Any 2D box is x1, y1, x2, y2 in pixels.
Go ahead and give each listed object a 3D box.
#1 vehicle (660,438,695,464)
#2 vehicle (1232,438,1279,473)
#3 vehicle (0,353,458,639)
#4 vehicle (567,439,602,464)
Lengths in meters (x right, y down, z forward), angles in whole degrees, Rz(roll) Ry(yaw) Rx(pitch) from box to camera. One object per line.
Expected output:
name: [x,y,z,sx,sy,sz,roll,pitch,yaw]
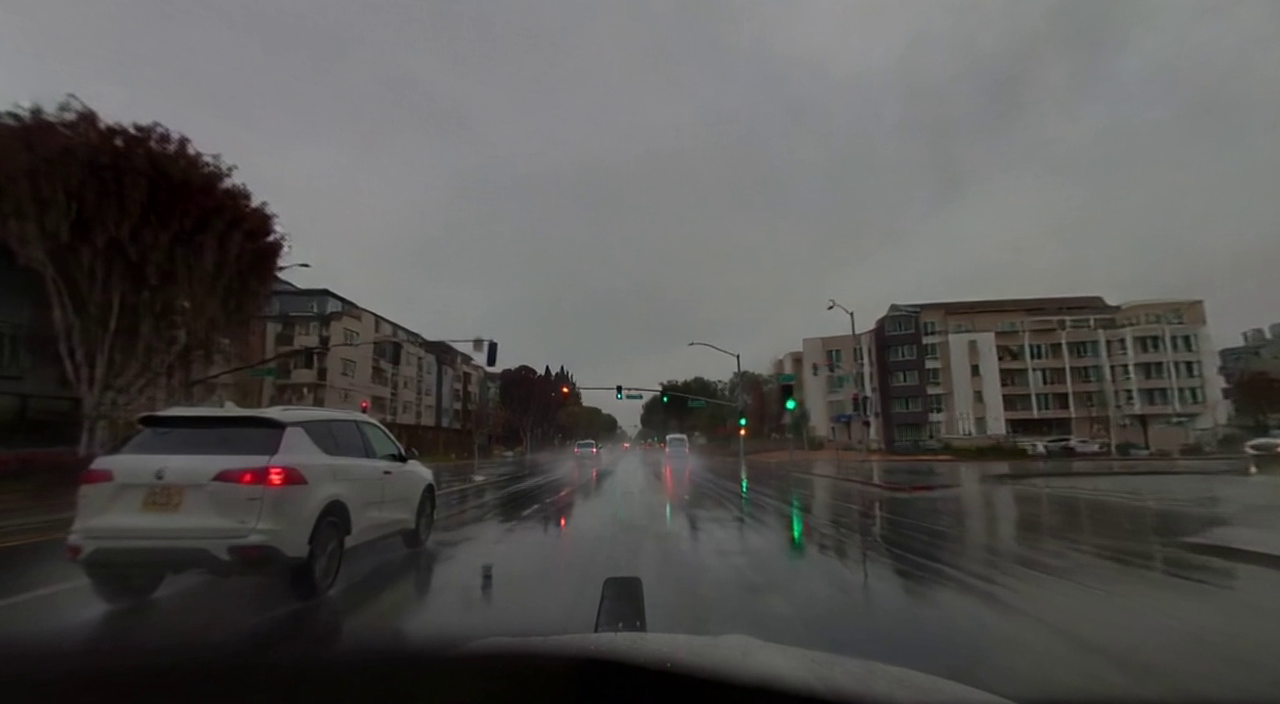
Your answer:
vehicle: [2.513,6.808,43.589,2.018,1.719,4.369,0,-8,-2]
vehicle: [38.335,6.210,38.318,2.026,1.987,5.331,-5,-9,27]
vehicle: [-3.912,1.369,7.050,2.225,1.984,5.168,0,-8,0]
vehicle: [-3.917,7.095,45.159,2.083,1.685,4.069,0,-8,1]
